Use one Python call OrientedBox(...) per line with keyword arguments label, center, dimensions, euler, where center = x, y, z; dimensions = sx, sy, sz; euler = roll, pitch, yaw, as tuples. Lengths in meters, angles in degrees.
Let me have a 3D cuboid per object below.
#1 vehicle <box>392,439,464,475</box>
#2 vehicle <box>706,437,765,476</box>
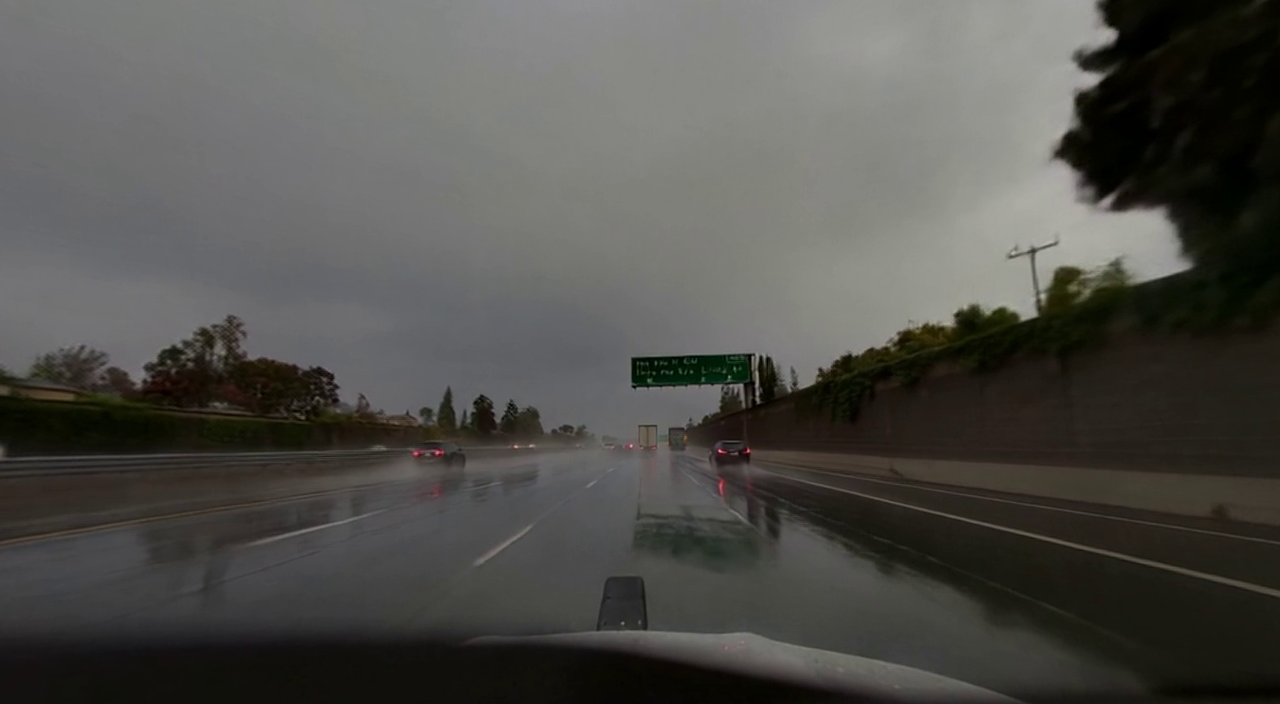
OrientedBox(label="vehicle", center=(-10.780, 5.355, 32.338), dimensions=(1.998, 1.712, 4.671), euler=(0, -9, 1))
OrientedBox(label="vehicle", center=(4.303, 4.794, 28.996), dimensions=(2.046, 1.655, 4.143), euler=(0, -8, 0))
